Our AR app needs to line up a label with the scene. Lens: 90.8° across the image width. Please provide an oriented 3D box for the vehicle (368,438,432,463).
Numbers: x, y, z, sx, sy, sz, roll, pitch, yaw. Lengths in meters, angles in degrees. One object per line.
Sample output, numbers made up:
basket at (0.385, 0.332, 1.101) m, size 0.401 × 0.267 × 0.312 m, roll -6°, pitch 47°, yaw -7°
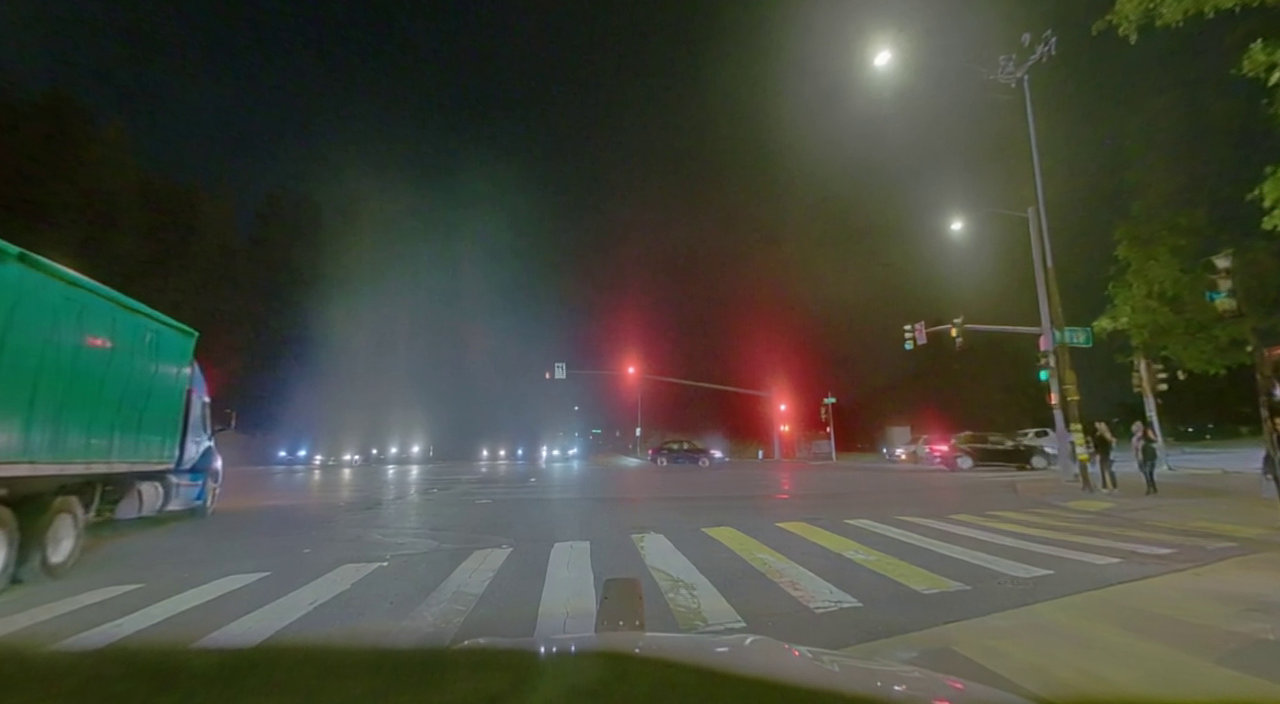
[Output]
vehicle at (-17.386, 7.155, 45.996) m, size 2.189 × 1.753 × 4.785 m, roll -2°, pitch -9°, yaw 9°

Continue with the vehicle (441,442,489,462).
vehicle at (-13.179, 7.587, 47.856) m, size 1.845 × 1.426 × 4.289 m, roll -1°, pitch -9°, yaw 8°

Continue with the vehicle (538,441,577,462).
vehicle at (-6.249, 7.581, 48.238) m, size 2.086 × 1.487 × 4.846 m, roll -1°, pitch -9°, yaw 3°

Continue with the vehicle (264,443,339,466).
vehicle at (-21.831, 6.637, 40.995) m, size 1.859 × 1.415 × 4.591 m, roll -1°, pitch -9°, yaw 8°

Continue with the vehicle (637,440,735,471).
vehicle at (2.250, 5.150, 31.578) m, size 4.487 × 1.415 × 1.911 m, roll -6°, pitch -10°, yaw 33°

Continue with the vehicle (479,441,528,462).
vehicle at (-10.144, 7.466, 47.405) m, size 2.097 × 1.484 × 4.596 m, roll -1°, pitch -9°, yaw 8°

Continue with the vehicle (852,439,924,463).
vehicle at (17.162, 6.821, 43.701) m, size 4.524 × 1.560 × 2.052 m, roll 4°, pitch -10°, yaw -28°

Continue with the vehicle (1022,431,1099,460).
vehicle at (28.313, 6.293, 42.488) m, size 4.662 × 1.840 × 2.055 m, roll 4°, pitch -10°, yaw -26°

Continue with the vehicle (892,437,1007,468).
vehicle at (15.661, 5.094, 32.080) m, size 4.911 × 1.504 × 2.109 m, roll 2°, pitch -9°, yaw -11°

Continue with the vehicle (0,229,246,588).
vehicle at (-8.131, 0.843, 8.230) m, size 3.112 × 3.230 × 6.726 m, roll 2°, pitch -8°, yaw -15°

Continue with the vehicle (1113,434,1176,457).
vehicle at (38.656, 7.152, 48.391) m, size 4.122 × 1.682 × 1.930 m, roll 4°, pitch -9°, yaw -25°
